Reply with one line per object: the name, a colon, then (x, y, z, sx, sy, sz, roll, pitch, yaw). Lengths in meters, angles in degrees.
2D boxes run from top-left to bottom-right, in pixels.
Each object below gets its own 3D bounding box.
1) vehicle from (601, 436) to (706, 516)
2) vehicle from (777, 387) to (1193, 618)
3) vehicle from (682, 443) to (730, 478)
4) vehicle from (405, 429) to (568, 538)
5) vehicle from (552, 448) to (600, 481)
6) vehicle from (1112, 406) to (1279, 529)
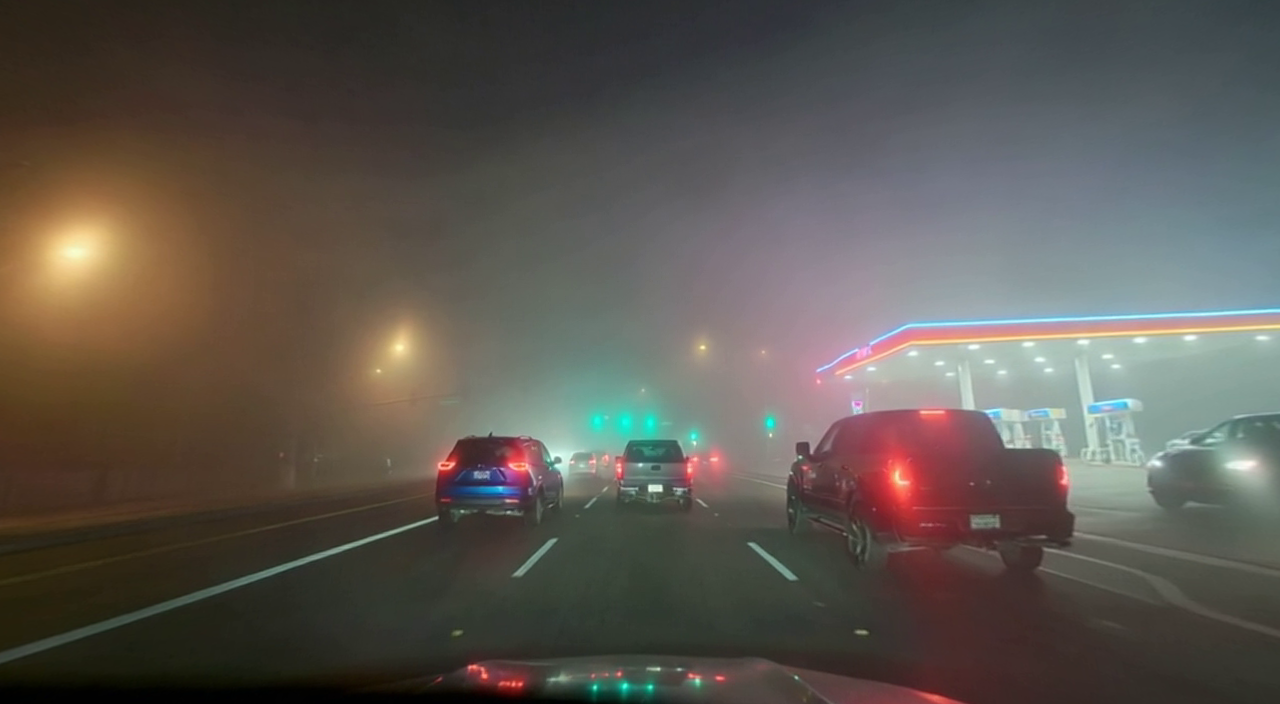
vehicle: (0.262, 2.889, 15.223, 2.181, 1.650, 4.083, 0, -8, -1)
vehicle: (3.383, 1.610, 7.854, 2.161, 1.868, 5.321, 0, -8, 0)
vehicle: (3.525, 5.857, 34.225, 2.122, 1.745, 4.337, 0, -8, 0)
vehicle: (-2.735, 2.438, 12.374, 2.019, 1.731, 4.299, 0, -8, 1)
vehicle: (-3.161, 5.659, 32.000, 1.954, 1.497, 4.078, 0, -8, 1)
vehicle: (13.003, 2.087, 12.547, 5.925, 2.008, 2.478, 0, -8, -16)
